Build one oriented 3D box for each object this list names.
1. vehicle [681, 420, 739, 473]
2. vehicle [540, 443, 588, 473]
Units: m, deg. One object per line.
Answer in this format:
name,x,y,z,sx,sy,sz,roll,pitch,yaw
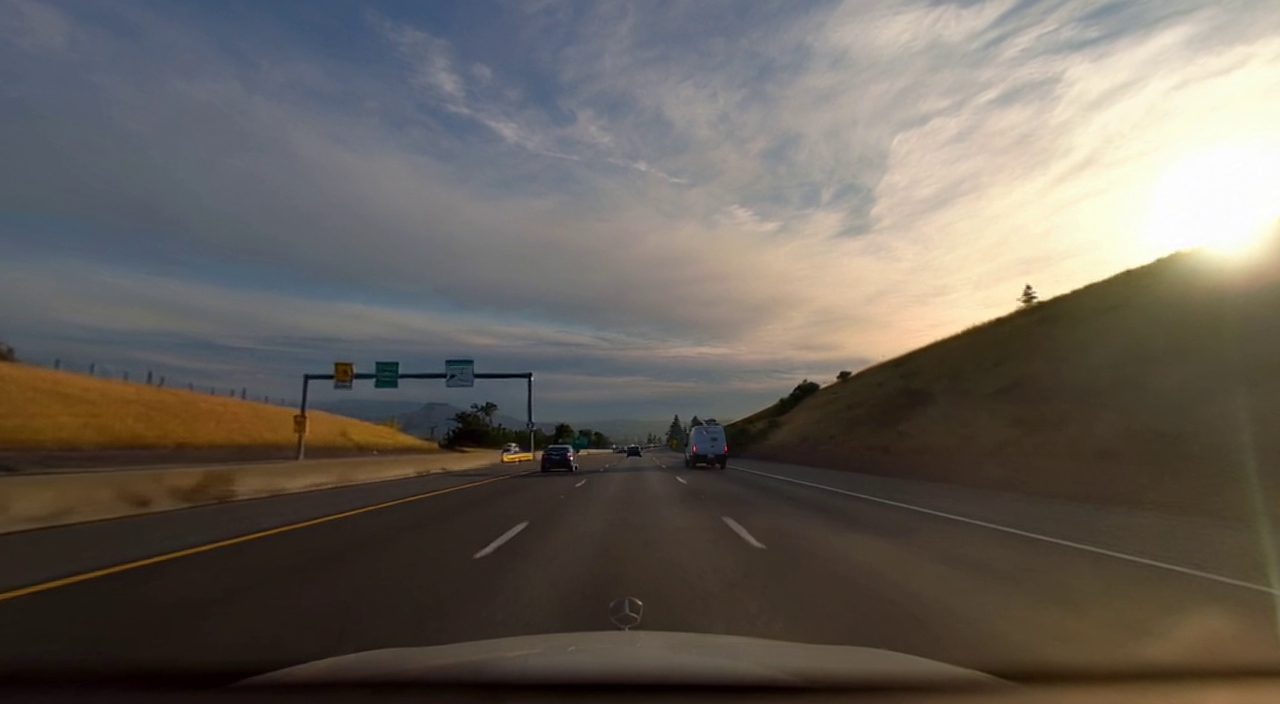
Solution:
vehicle,3.752,5.246,34.898,2.361,2.636,5.684,0,-9,-1
vehicle,-4.079,5.780,34.454,2.054,1.529,4.368,0,-9,1
